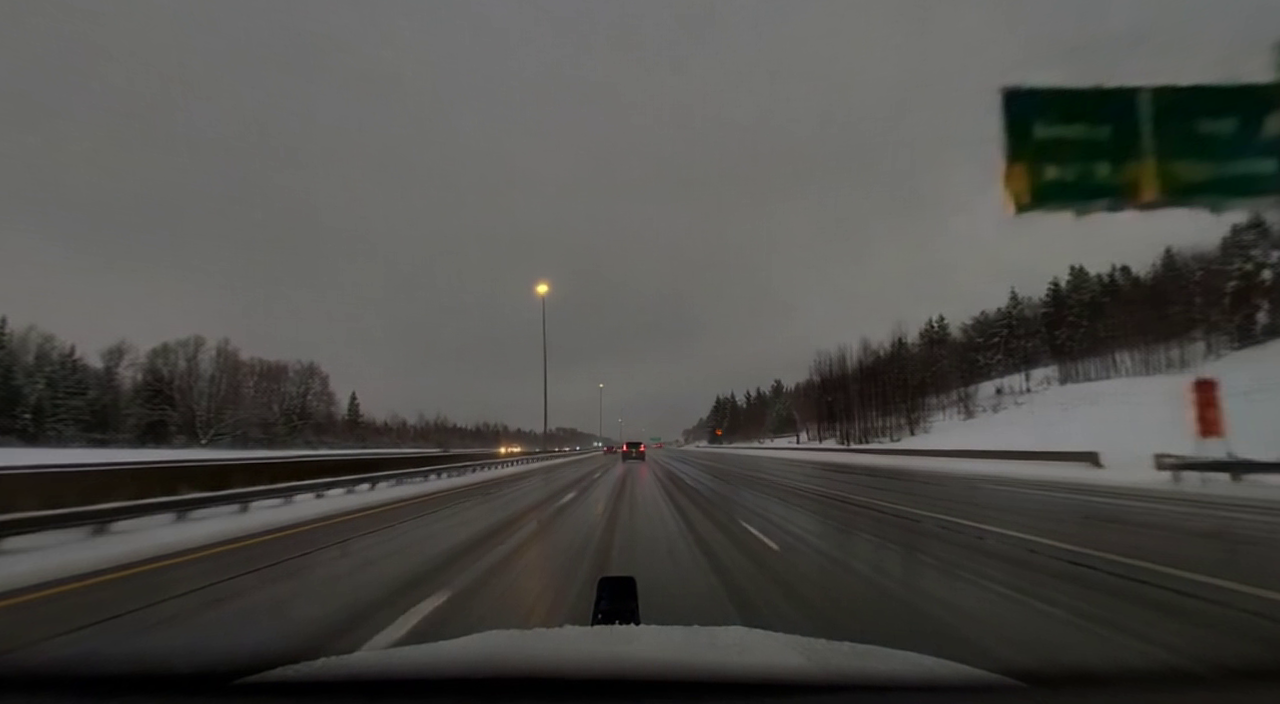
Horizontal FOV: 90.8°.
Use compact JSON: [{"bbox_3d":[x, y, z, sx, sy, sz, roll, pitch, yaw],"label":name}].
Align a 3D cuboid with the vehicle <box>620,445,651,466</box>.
[{"bbox_3d":[-0.370,7.541,46.159,2.118,1.466,4.165,0,-9,-2],"label":"vehicle"}]
